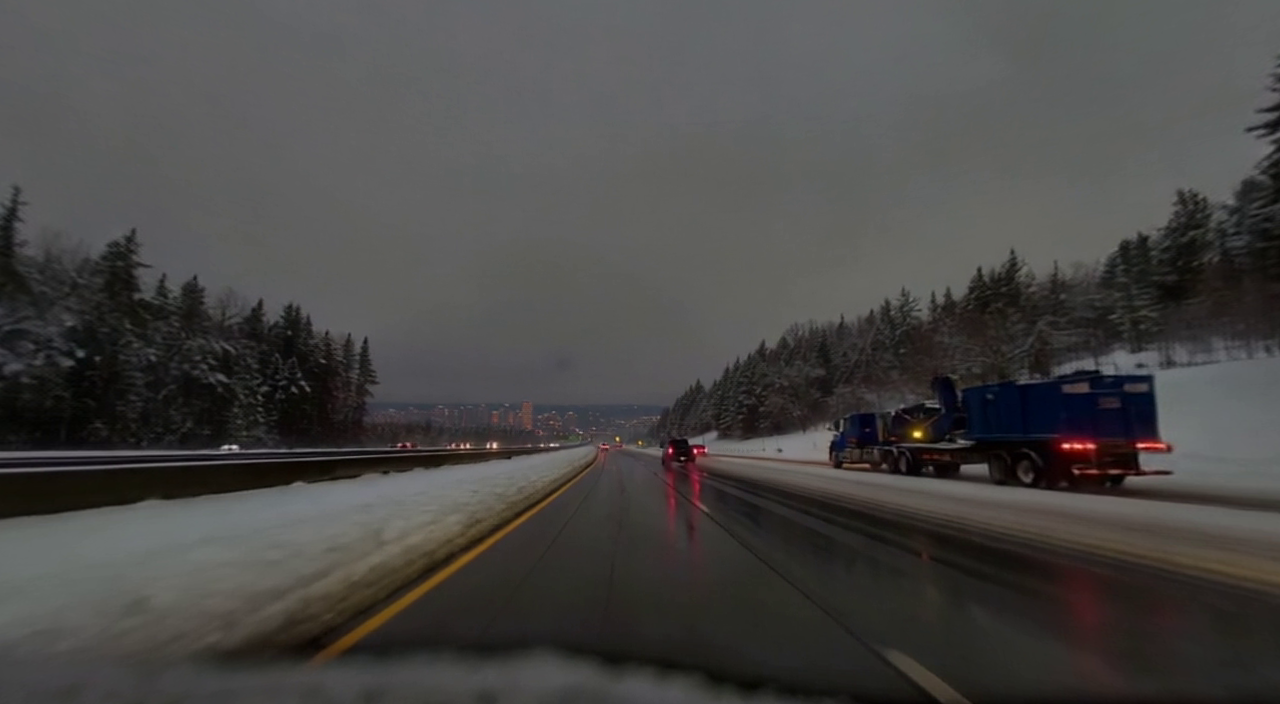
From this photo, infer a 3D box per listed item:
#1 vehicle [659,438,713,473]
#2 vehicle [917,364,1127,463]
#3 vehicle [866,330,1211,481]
[{"bbox_3d":[2.367,5.488,33.755,2.305,1.729,4.526,0,-8,-3],"label":"vehicle"},{"bbox_3d":[13.856,2.459,23.794,3.476,3.195,6.407,1,-8,-4],"label":"vehicle"},{"bbox_3d":[14.041,2.590,25.459,3.968,4.321,14.566,1,-9,-2],"label":"vehicle"}]
